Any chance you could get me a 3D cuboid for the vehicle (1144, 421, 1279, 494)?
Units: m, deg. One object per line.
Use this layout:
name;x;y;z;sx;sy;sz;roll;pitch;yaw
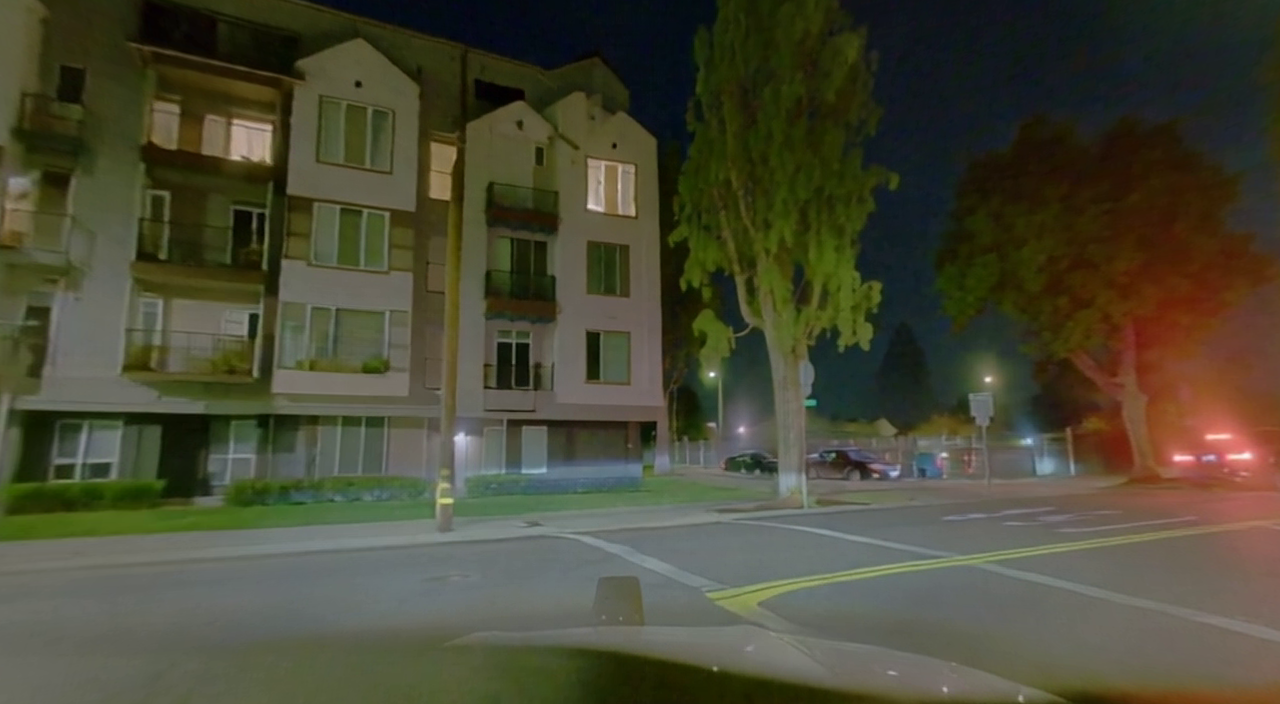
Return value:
vehicle;16.787;2.905;17.699;4.619;1.817;1.993;3;-9;-22
